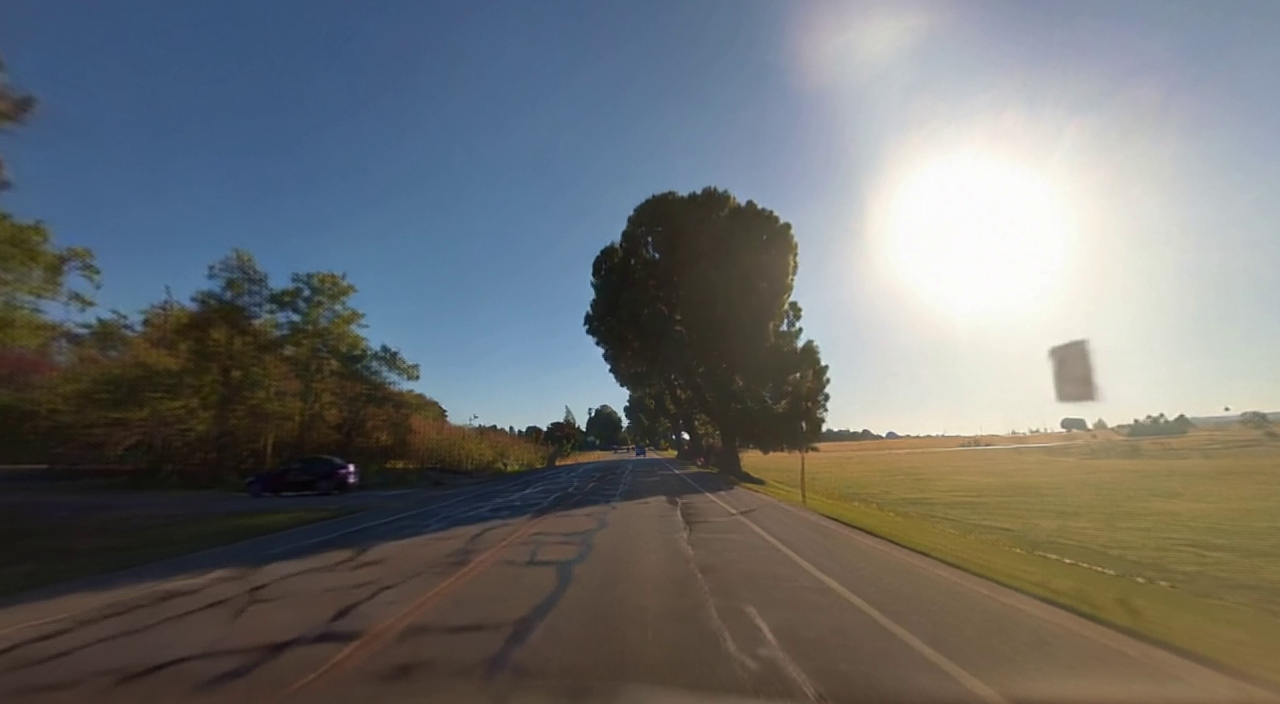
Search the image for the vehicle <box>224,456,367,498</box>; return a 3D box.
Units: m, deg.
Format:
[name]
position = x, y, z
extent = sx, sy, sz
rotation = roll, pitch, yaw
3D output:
[vehicle]
position = -12.769, 4.642, 23.585
extent = 4.266, 1.425, 1.759
rotation = 0, -9, -3
